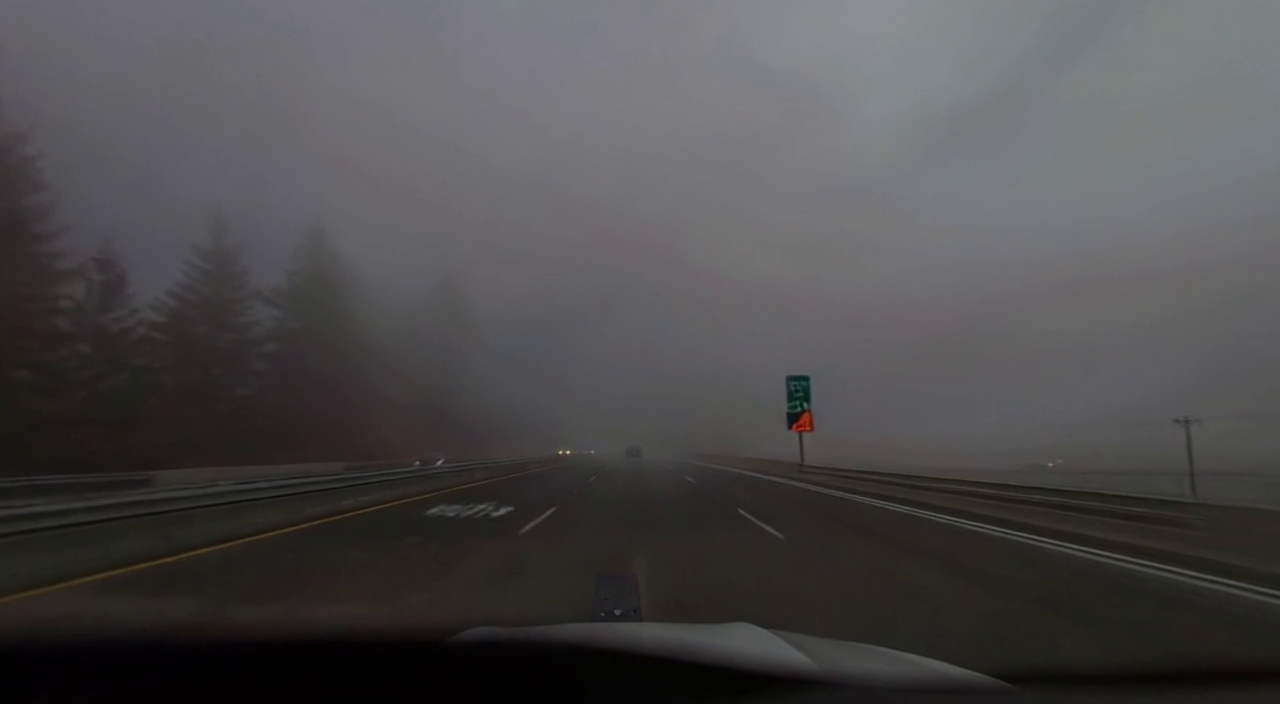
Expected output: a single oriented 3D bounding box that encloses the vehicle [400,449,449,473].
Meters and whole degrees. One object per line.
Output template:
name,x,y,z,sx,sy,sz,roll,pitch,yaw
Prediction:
vehicle,-14.374,7.285,42.207,1.857,1.483,4.282,0,-9,-2
